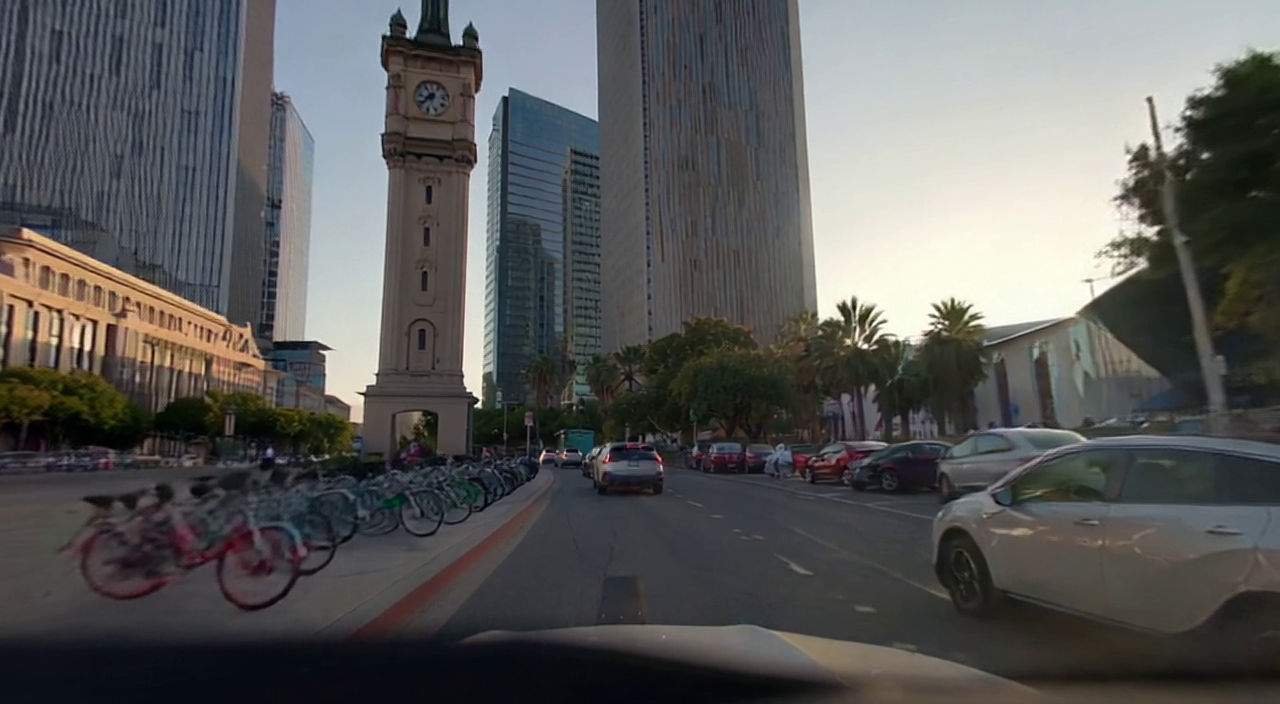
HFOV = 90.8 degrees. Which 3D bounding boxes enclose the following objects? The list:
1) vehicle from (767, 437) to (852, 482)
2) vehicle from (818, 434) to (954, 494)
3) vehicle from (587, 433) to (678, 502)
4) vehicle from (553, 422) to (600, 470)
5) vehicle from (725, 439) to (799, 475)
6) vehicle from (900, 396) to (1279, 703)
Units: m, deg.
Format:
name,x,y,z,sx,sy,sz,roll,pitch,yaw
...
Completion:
name,x,y,z,sx,sy,sz,roll,pitch,yaw
vehicle,6.881,4.414,26.200,1.860,1.684,4.211,1,-9,-8
vehicle,7.514,3.471,19.919,2.067,1.641,4.569,1,-9,-5
vehicle,-0.324,3.063,17.131,2.111,1.605,3.832,1,-9,-6
vehicle,-4.216,6.143,41.312,2.400,2.872,6.053,1,-9,-12
vehicle,6.003,5.252,31.857,1.945,1.623,5.013,1,-9,-10
vehicle,3.627,1.083,3.564,2.116,1.500,4.702,0,-9,-3
